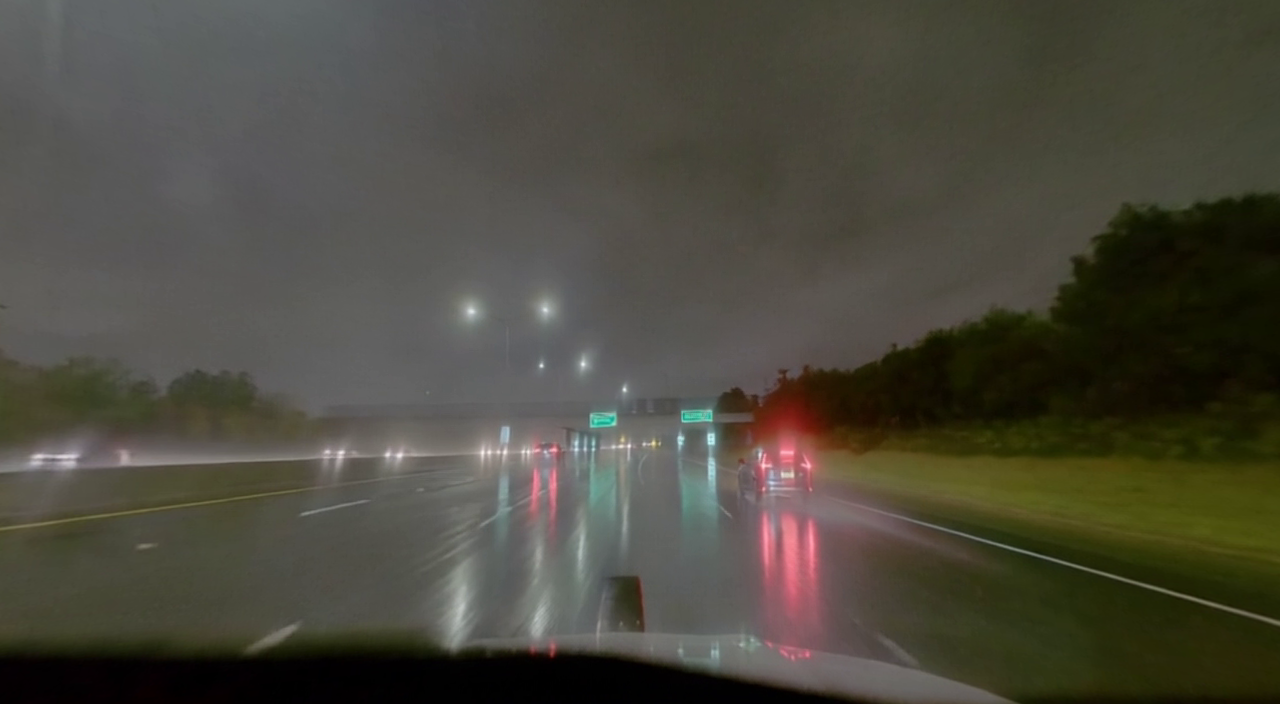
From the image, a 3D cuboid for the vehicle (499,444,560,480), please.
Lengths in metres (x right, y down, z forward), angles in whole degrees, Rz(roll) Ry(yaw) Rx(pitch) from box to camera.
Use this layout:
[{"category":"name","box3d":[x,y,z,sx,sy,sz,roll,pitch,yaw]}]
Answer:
[{"category":"vehicle","box3d":[-5.121,5.154,29.776,2.072,1.545,4.687,0,-9,-1]}]

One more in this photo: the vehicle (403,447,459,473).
[{"category":"vehicle","box3d":[-12.947,6.688,39.387,1.919,1.497,4.765,0,-9,-1]}]

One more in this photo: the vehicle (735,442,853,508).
[{"category":"vehicle","box3d":[3.951,3.237,17.039,2.079,1.535,4.316,0,-9,0]}]
